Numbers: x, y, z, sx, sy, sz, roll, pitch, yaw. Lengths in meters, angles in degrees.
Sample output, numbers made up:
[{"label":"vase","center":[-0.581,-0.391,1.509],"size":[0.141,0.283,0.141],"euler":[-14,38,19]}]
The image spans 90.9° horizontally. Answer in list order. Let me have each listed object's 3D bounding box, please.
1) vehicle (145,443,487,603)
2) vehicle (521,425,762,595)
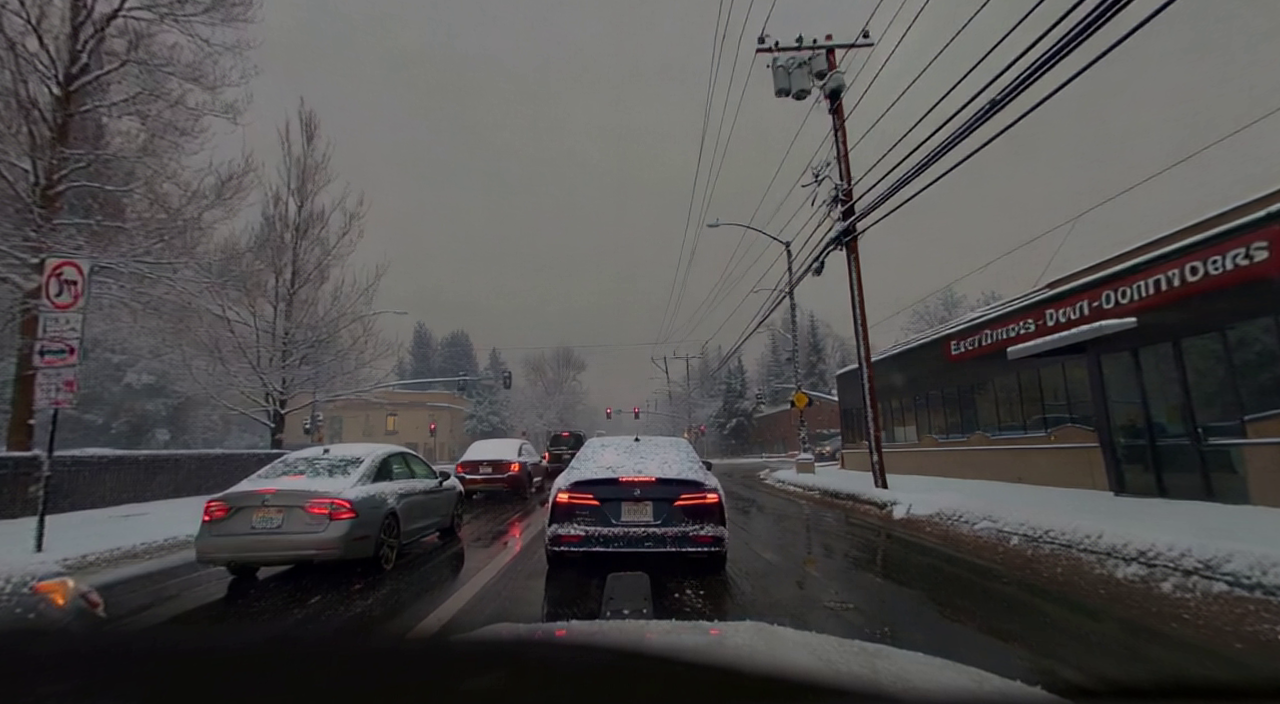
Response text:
[{"label":"vehicle","center":[-3.222,1.744,7.352],"size":[1.765,1.319,4.013],"euler":[0,-9,2]},{"label":"vehicle","center":[0.001,1.681,7.547],"size":[2.101,1.469,3.955],"euler":[0,-9,0]}]
